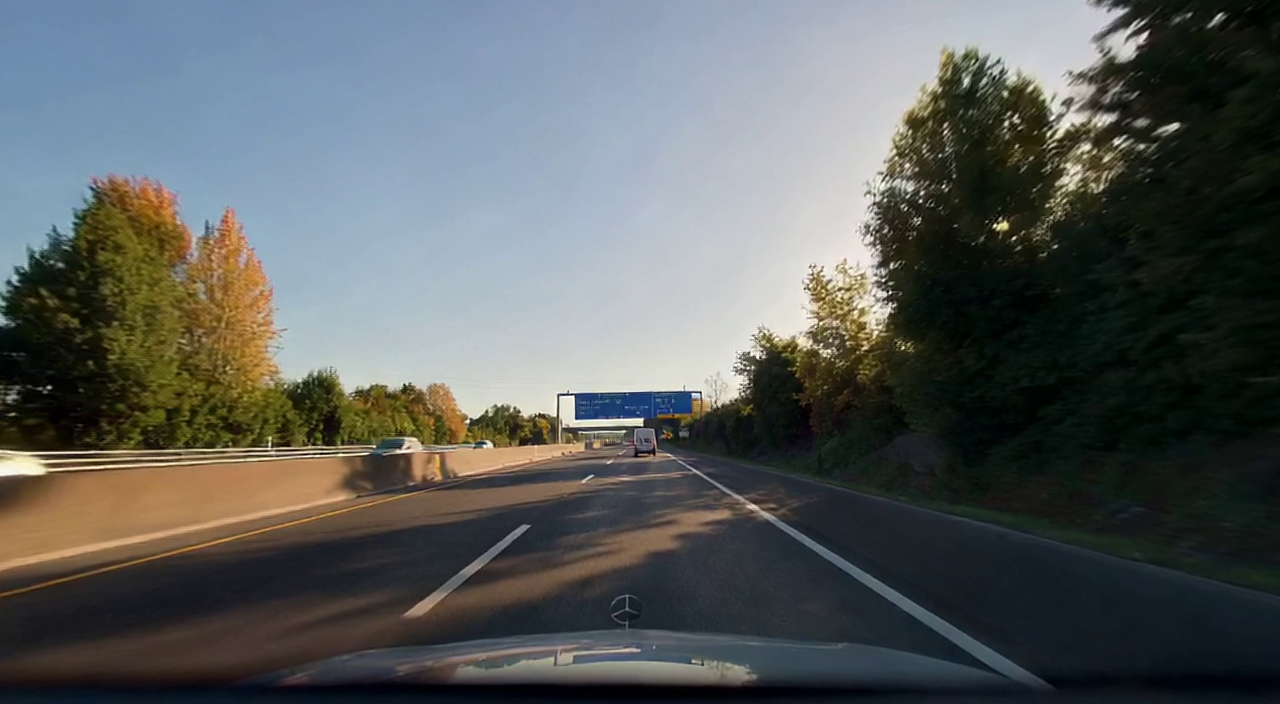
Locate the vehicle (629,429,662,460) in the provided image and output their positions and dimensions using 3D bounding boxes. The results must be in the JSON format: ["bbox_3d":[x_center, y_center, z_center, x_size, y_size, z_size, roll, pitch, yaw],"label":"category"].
[{"bbox_3d":[0.419,6.777,46.016,2.277,2.109,4.922,0,-8,0],"label":"vehicle"}]
